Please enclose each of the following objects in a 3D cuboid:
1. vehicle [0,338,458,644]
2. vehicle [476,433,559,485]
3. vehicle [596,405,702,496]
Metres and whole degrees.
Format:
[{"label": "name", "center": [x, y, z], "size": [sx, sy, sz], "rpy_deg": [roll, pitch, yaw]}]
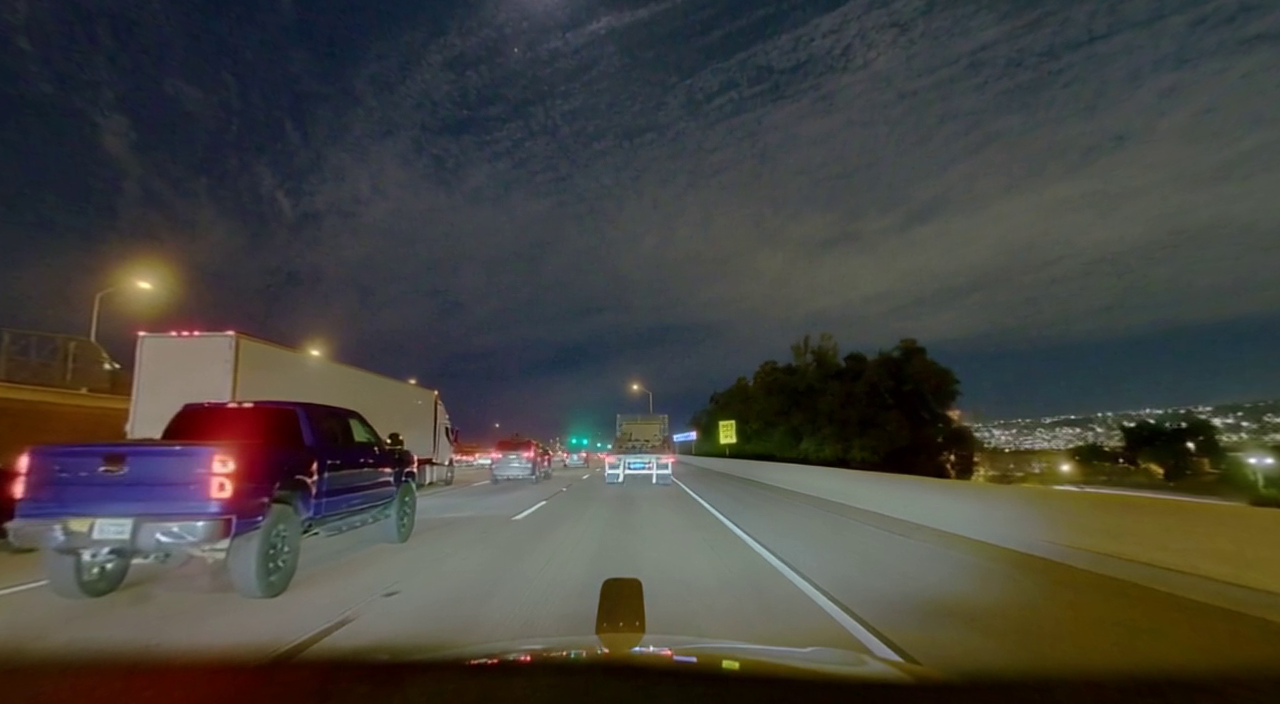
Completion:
[{"label": "vehicle", "center": [-4.160, 1.306, 6.973], "size": [2.575, 1.958, 5.730], "rpy_deg": [0, -9, 0]}, {"label": "vehicle", "center": [-4.744, 4.224, 25.312], "size": [2.329, 1.859, 4.823], "rpy_deg": [0, -9, 0]}, {"label": "vehicle", "center": [0.126, 3.295, 21.302], "size": [2.886, 2.471, 7.692], "rpy_deg": [0, -9, -2]}]
